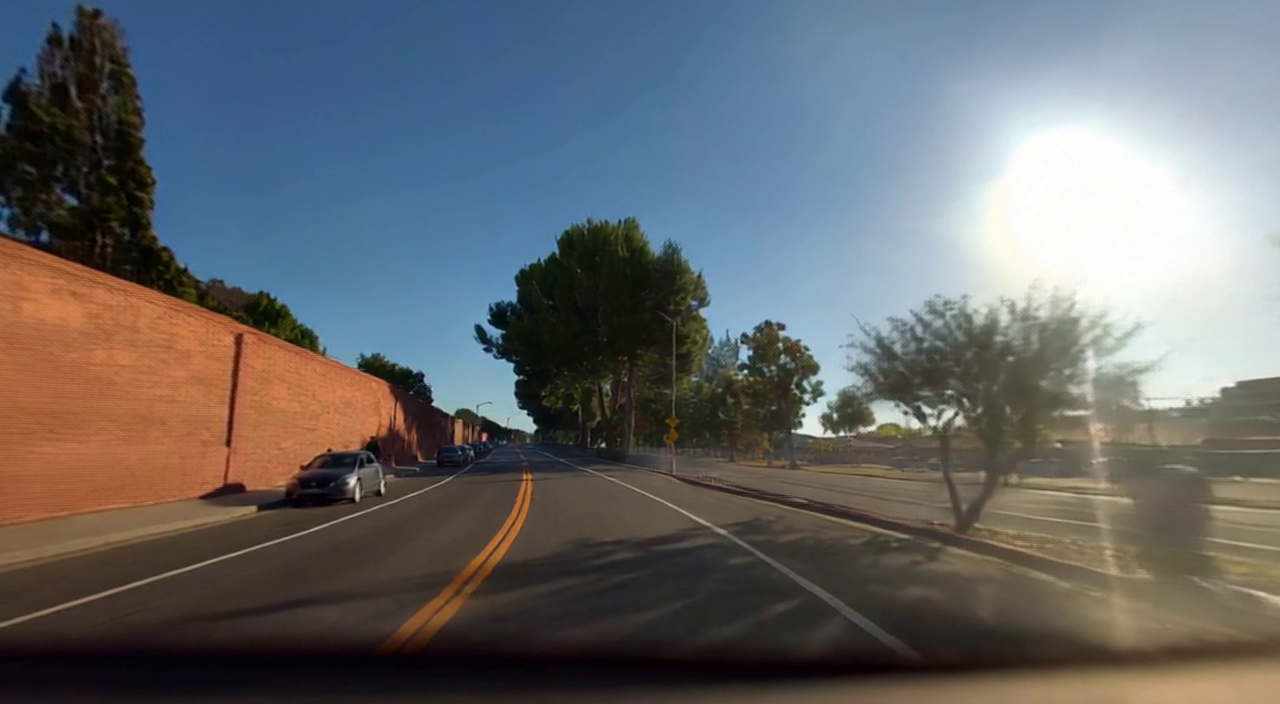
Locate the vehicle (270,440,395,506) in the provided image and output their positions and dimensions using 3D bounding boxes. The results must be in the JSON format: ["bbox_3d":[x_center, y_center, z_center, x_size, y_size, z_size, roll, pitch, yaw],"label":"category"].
[{"bbox_3d":[-8.171,3.208,17.276,1.877,1.507,4.363,3,-8,-10],"label":"vehicle"}]

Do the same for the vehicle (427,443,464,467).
[{"bbox_3d":[-13.491,7.128,44.051,1.899,1.485,4.593,3,-8,-11],"label":"vehicle"}]
